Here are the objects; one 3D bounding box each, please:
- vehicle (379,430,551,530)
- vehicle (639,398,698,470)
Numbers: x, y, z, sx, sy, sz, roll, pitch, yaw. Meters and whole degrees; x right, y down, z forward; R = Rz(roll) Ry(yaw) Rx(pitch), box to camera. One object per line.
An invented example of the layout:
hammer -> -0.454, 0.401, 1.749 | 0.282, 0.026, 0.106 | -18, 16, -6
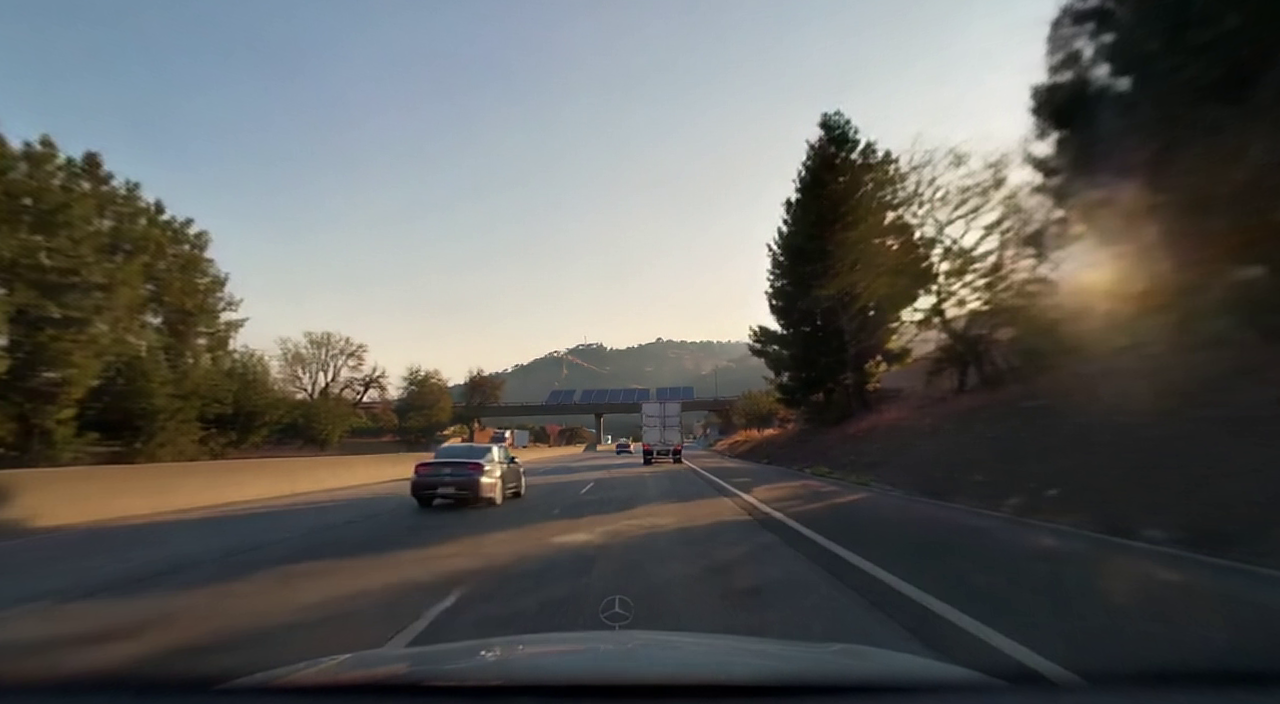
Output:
vehicle -> -3.117, 2.358, 12.262 | 2.066, 1.581, 4.268 | 0, -8, 1
vehicle -> 1.541, 4.895, 37.152 | 2.967, 3.633, 10.015 | -1, -8, 1
